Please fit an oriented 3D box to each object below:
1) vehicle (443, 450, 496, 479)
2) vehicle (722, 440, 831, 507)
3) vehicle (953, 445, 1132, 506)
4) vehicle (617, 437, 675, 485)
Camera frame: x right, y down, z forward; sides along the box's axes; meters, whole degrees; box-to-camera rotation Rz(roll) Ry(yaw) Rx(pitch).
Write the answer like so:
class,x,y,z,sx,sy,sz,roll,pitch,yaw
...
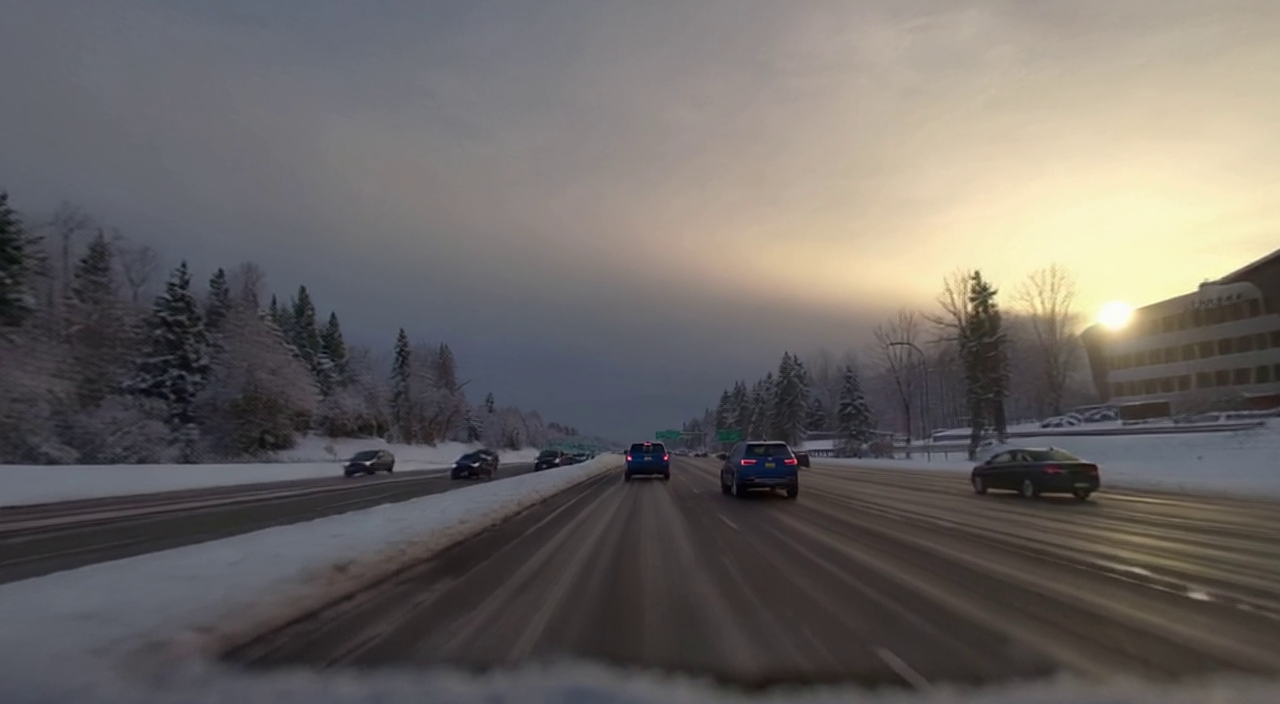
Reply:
class,x,y,z,sx,sy,sz,roll,pitch,yaw
vehicle,-10.699,7.054,39.864,2.012,1.685,4.411,0,-8,1
vehicle,3.548,3.222,17.254,2.042,1.592,4.047,0,-8,-1
vehicle,10.984,3.356,17.713,2.027,1.446,4.470,0,-8,0
vehicle,0.243,4.647,27.250,2.290,1.862,4.454,0,-8,1
